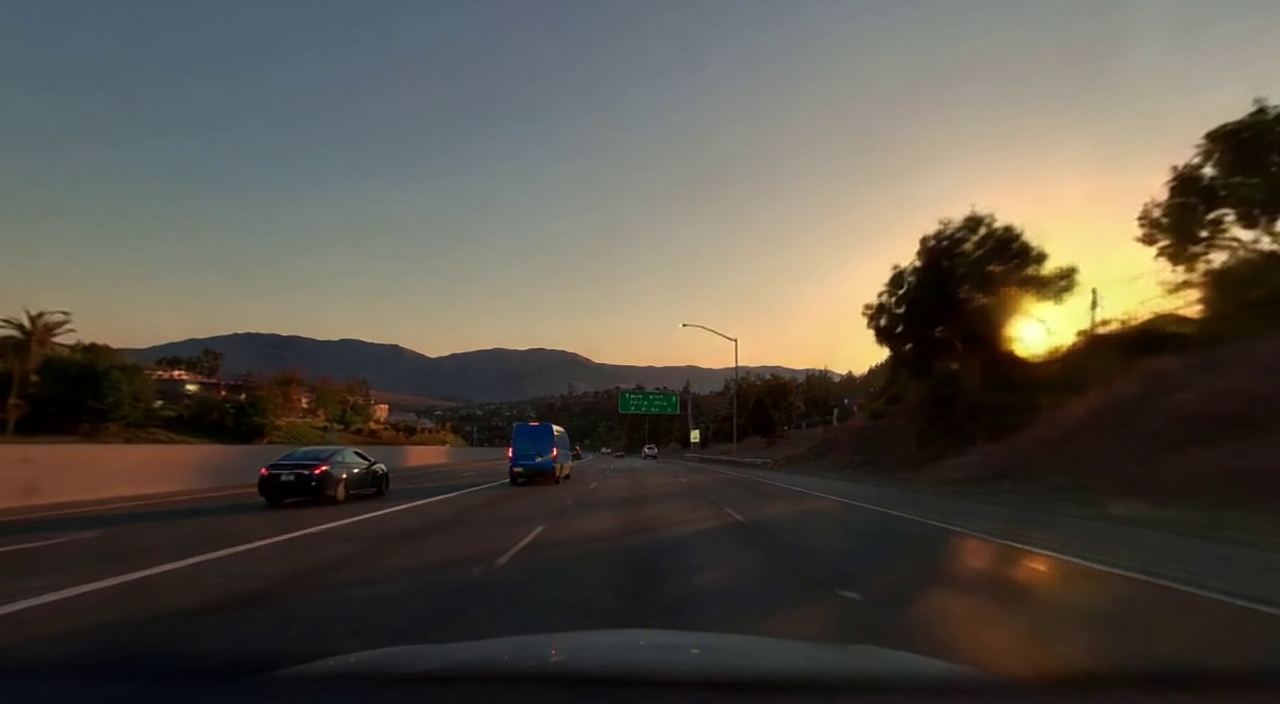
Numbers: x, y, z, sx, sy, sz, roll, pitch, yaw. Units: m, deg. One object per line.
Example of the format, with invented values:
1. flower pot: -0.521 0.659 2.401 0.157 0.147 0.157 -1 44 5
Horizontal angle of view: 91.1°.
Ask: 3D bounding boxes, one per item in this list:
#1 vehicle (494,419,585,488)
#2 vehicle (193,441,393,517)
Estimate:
1. vehicle: -3.519 3.714 23.200 2.372 2.248 5.393 0 -9 1
2. vehicle: -7.870 2.892 14.932 1.987 1.490 4.781 0 -9 1
